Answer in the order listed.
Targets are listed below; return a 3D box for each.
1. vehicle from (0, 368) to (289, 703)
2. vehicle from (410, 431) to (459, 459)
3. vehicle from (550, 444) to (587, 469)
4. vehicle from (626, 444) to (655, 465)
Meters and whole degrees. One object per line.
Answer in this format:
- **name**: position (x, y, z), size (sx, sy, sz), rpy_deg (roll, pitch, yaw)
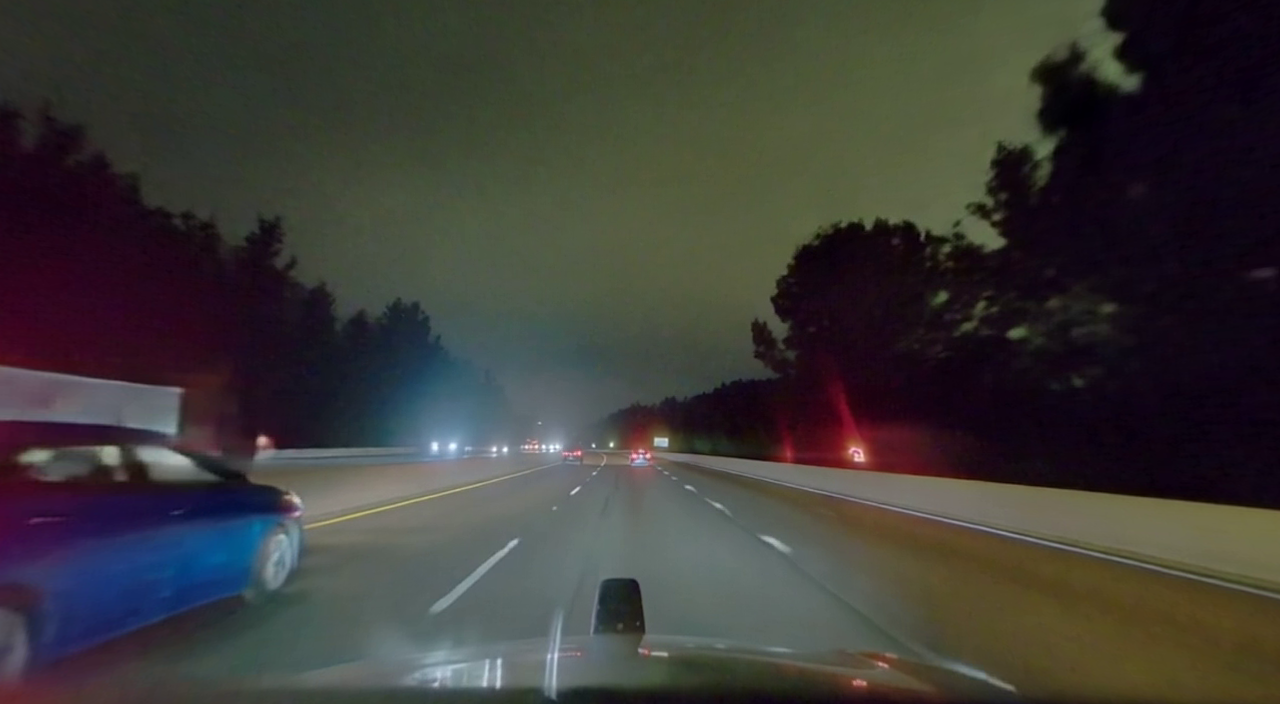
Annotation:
- **vehicle**: position (-4.280, 1.002, 3.683), size (2.088, 1.675, 4.108), rpy_deg (0, -9, 0)
- **vehicle**: position (-14.085, 6.419, 43.515), size (1.943, 1.806, 4.604), rpy_deg (0, -9, -1)
- **vehicle**: position (-4.625, 6.831, 41.522), size (2.054, 1.500, 4.469), rpy_deg (0, -9, -1)
- **vehicle**: position (0.020, 7.694, 47.356), size (2.008, 1.499, 3.192), rpy_deg (0, -9, -3)
